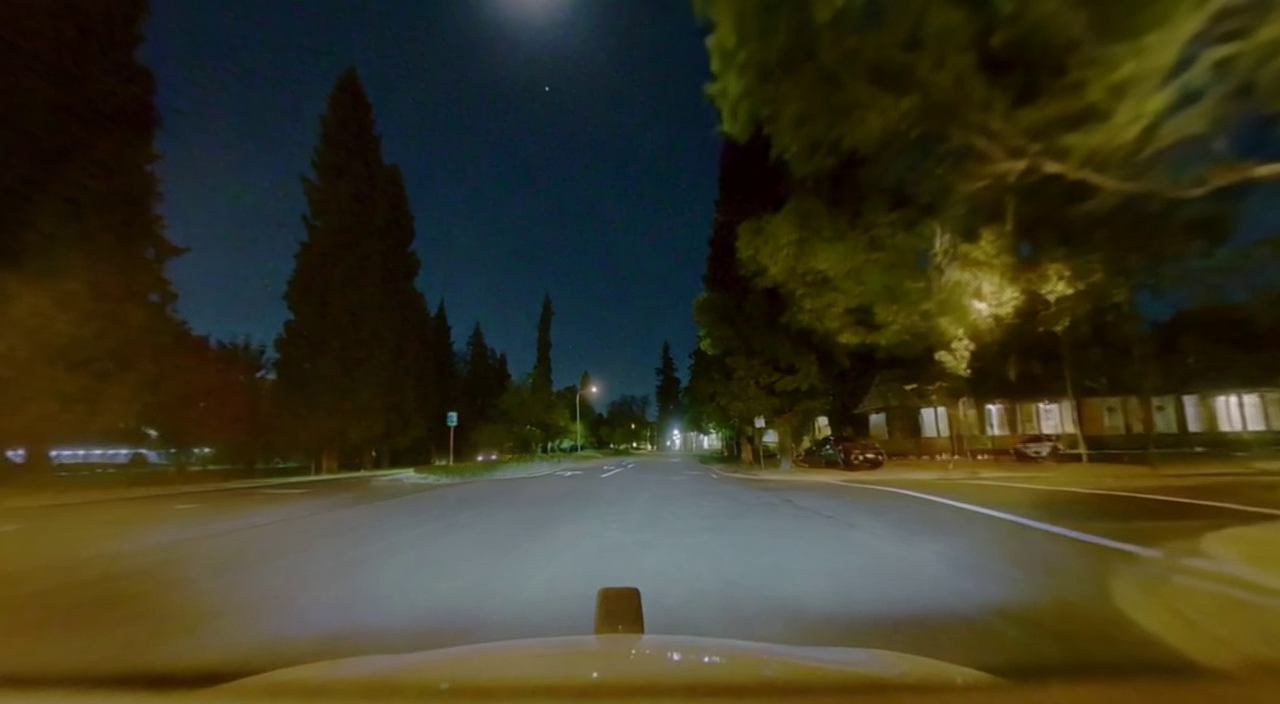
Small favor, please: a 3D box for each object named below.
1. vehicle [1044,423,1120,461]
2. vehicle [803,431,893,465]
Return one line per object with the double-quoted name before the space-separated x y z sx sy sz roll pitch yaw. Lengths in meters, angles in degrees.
"vehicle" 20.216 4.061 28.809 4.241 1.560 1.979 7 -10 -45
"vehicle" 11.284 5.210 34.627 2.199 1.661 4.495 4 -8 -25
